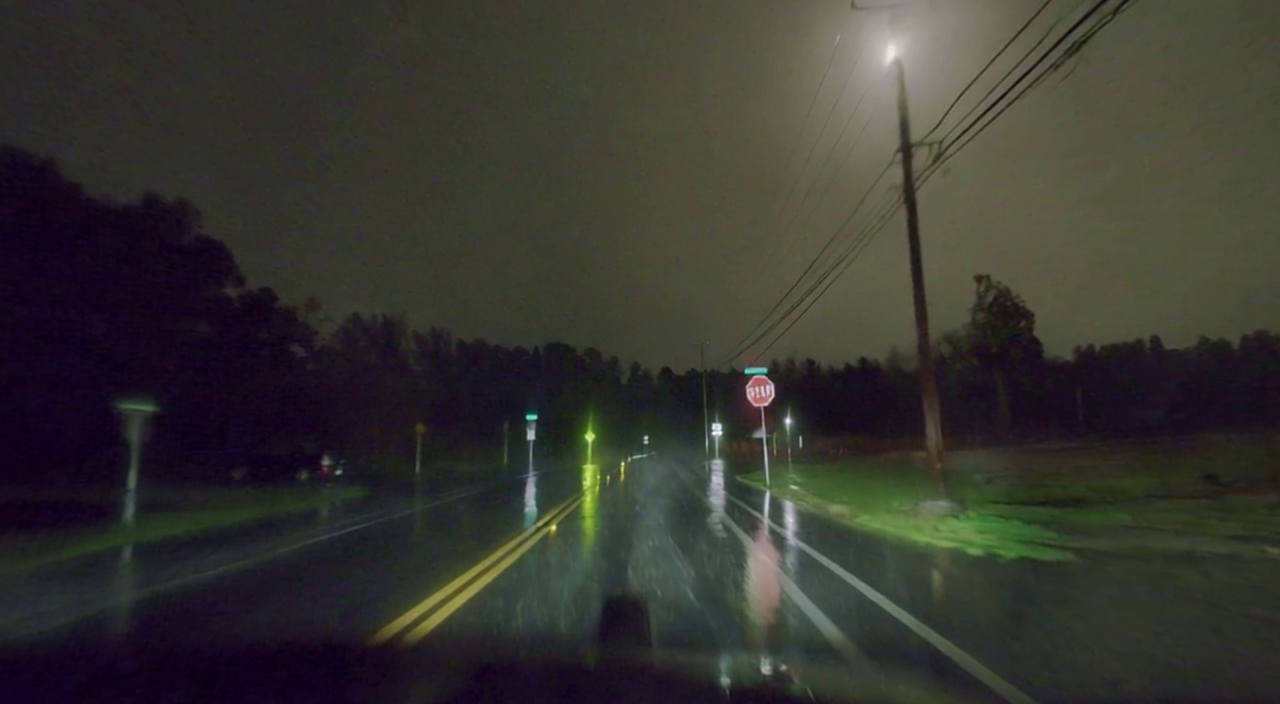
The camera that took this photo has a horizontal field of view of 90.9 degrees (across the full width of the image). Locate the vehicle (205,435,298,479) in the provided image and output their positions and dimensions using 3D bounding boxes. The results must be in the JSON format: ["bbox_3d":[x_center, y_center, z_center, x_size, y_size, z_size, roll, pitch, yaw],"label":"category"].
[{"bbox_3d":[-17.814,4.843,29.144,1.849,1.831,3.980,-1,-9,-3],"label":"vehicle"}]

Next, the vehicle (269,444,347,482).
[{"bbox_3d":[-14.639,4.889,28.027,1.739,1.539,3.548,1,-8,-5],"label":"vehicle"}]
